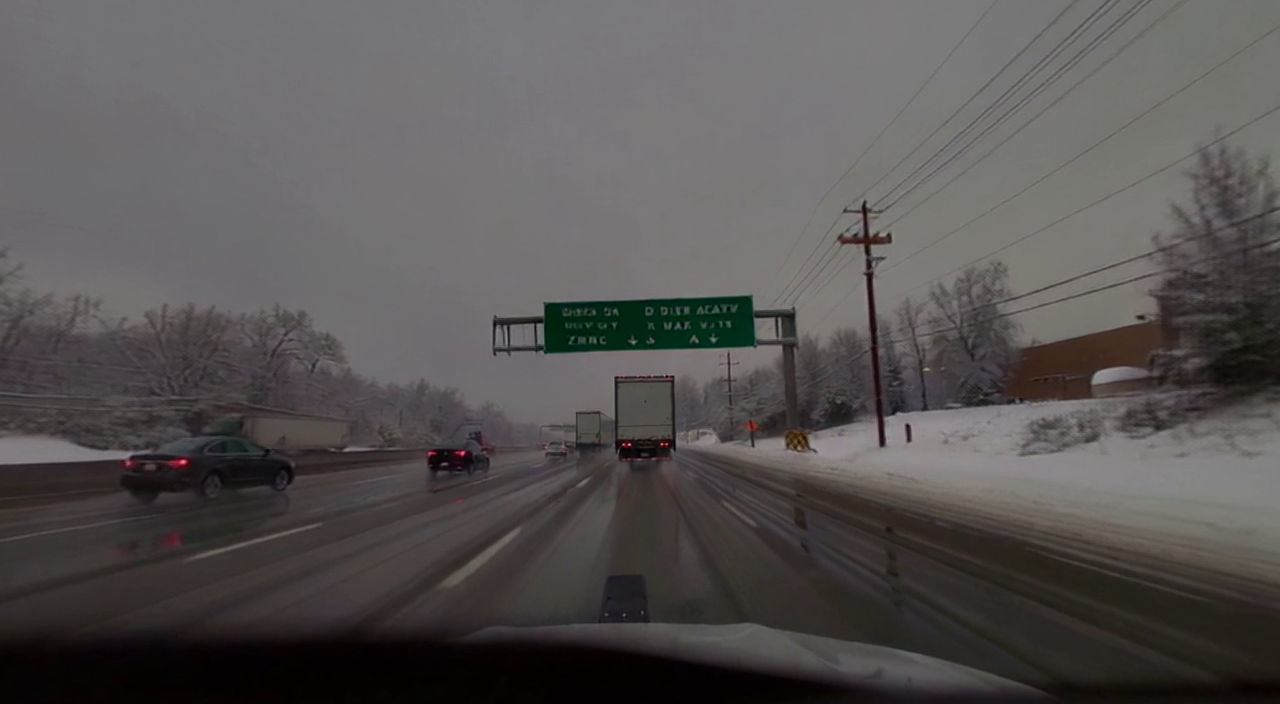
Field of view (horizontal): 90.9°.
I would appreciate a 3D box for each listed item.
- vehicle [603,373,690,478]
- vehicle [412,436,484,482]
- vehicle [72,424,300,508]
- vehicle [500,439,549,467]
[{"bbox_3d":[0.124,3.247,26.626,2.941,3.604,9.851,0,-9,-1],"label":"vehicle"},{"bbox_3d":[-7.021,3.912,23.288,1.736,1.580,2.778,0,-9,0],"label":"vehicle"},{"bbox_3d":[-10.928,2.779,15.790,2.046,1.779,4.752,0,-9,2],"label":"vehicle"},{"bbox_3d":[-6.567,5.807,36.348,1.933,1.459,4.478,0,-9,0],"label":"vehicle"}]
